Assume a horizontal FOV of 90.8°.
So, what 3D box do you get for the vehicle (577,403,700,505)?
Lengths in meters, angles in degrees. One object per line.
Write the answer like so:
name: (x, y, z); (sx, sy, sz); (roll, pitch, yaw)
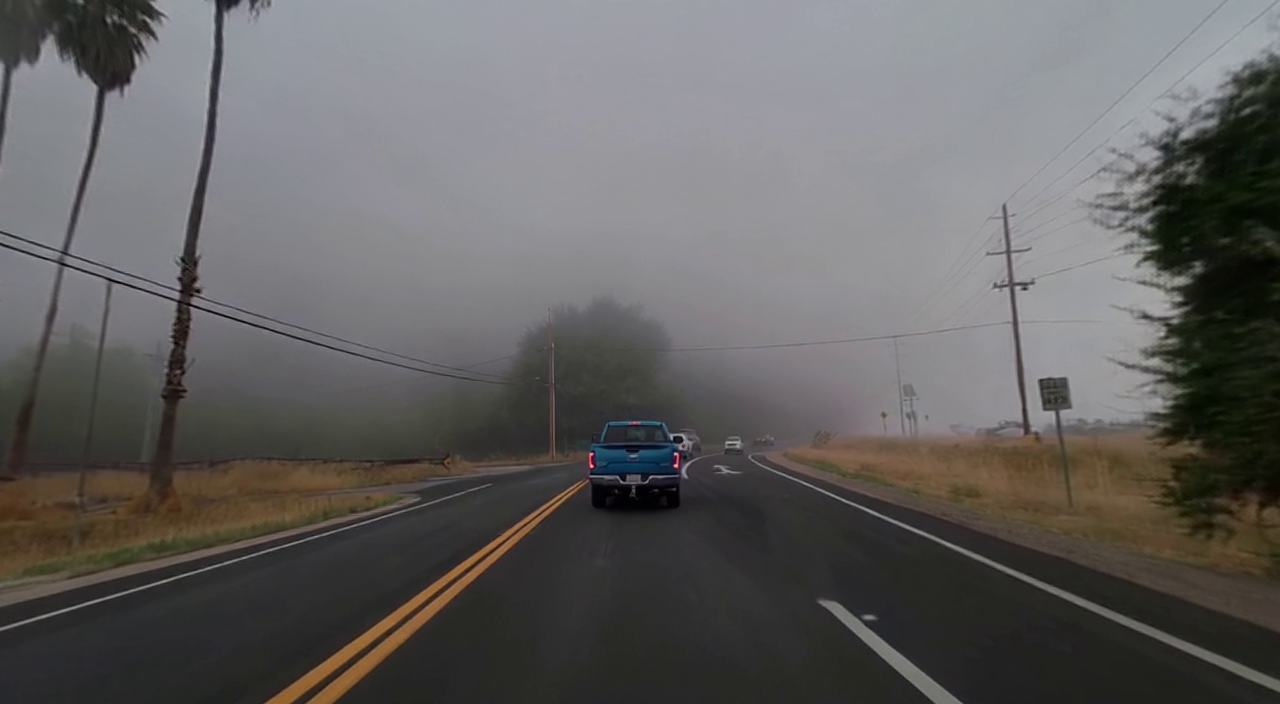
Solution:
vehicle: (-0.046, 2.675, 16.888); (2.693, 2.223, 5.885); (0, -8, 0)
